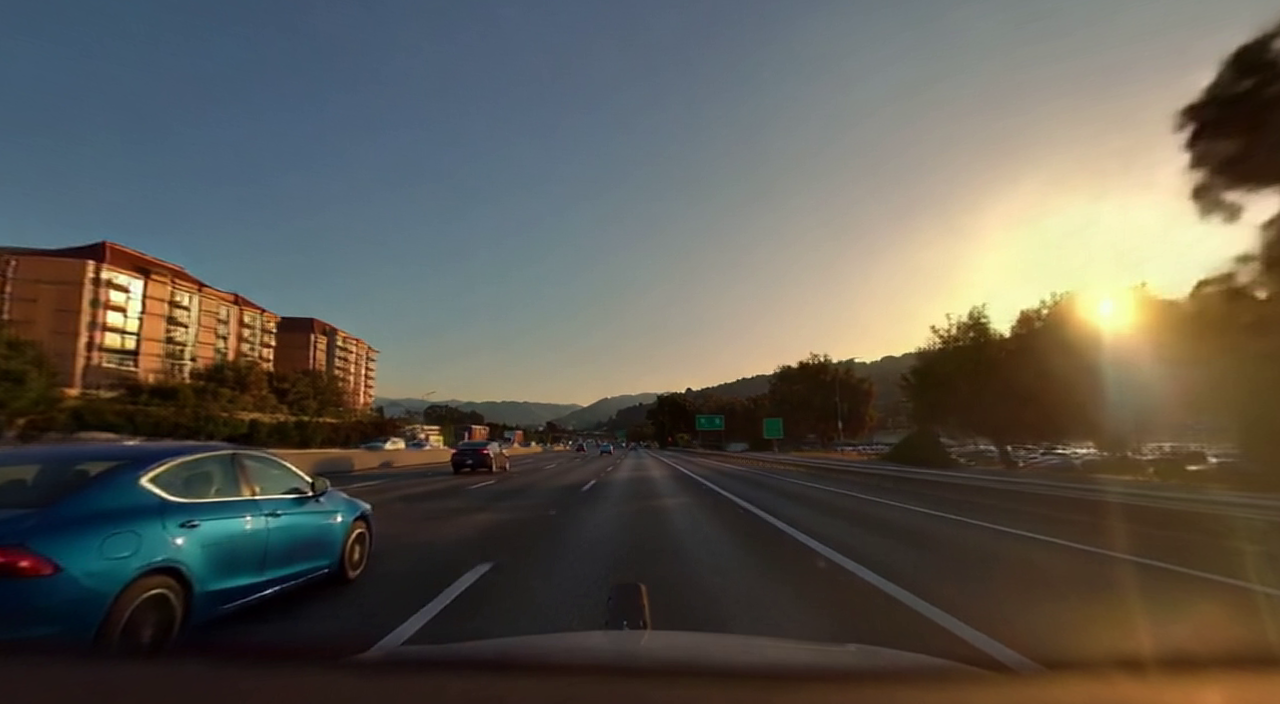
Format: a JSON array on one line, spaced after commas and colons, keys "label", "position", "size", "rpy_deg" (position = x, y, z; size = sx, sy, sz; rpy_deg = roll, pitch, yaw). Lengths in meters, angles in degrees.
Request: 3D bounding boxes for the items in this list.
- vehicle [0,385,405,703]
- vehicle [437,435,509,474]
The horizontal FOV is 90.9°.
[{"label": "vehicle", "position": [-3.636, 1.178, 4.233], "size": [2.144, 1.565, 4.951], "rpy_deg": [0, -8, 1]}, {"label": "vehicle", "position": [-7.660, 4.739, 29.399], "size": [2.118, 1.675, 4.395], "rpy_deg": [0, -8, 1]}]
